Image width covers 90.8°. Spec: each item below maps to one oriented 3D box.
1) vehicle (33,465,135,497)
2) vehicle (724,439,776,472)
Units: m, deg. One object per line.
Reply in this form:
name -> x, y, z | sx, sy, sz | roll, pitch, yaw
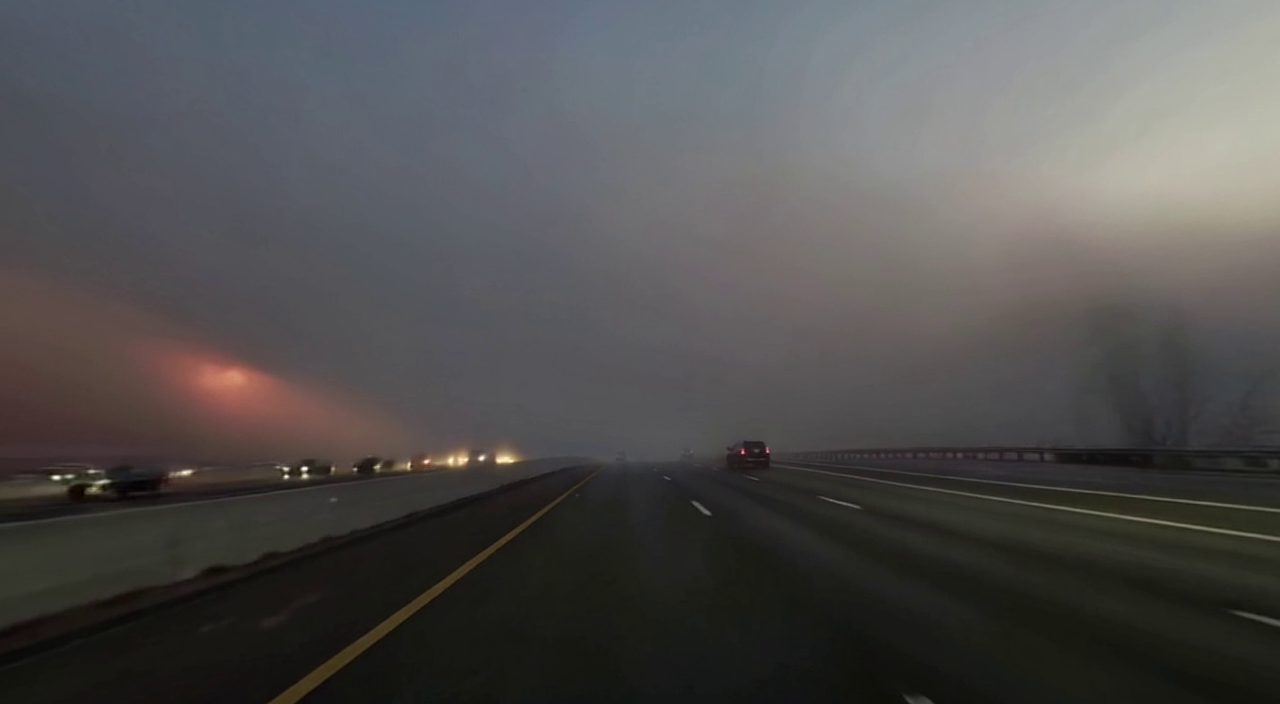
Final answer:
vehicle -> -31.377, 7.257, 35.855 | 1.922, 1.562, 4.270 | 0, -9, -1
vehicle -> 6.114, 5.815, 35.622 | 2.030, 1.706, 4.279 | 0, -9, -2
